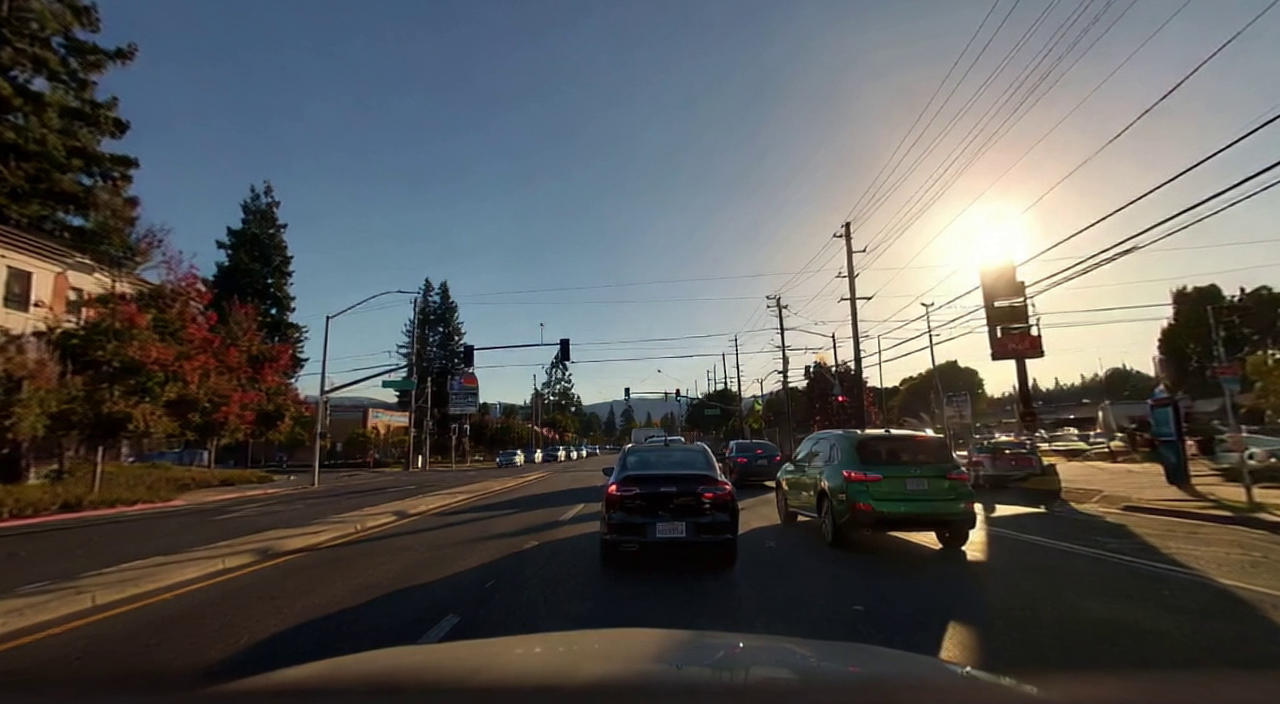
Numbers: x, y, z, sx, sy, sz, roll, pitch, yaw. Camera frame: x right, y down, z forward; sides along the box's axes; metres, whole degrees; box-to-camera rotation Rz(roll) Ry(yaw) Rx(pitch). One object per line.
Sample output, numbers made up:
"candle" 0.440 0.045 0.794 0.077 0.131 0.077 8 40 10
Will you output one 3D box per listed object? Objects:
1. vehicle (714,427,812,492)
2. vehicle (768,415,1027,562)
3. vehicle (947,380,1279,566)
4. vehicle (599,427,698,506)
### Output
"vehicle" 3.697 3.344 20.021 2.060 1.789 4.712 0 -9 -1
"vehicle" 3.298 1.837 9.212 1.998 1.620 4.267 0 -9 1
"vehicle" 6.673 1.618 9.071 2.080 1.958 4.653 0 -9 -1
"vehicle" 0.182 2.777 15.692 2.149 1.668 3.962 0 -9 0
